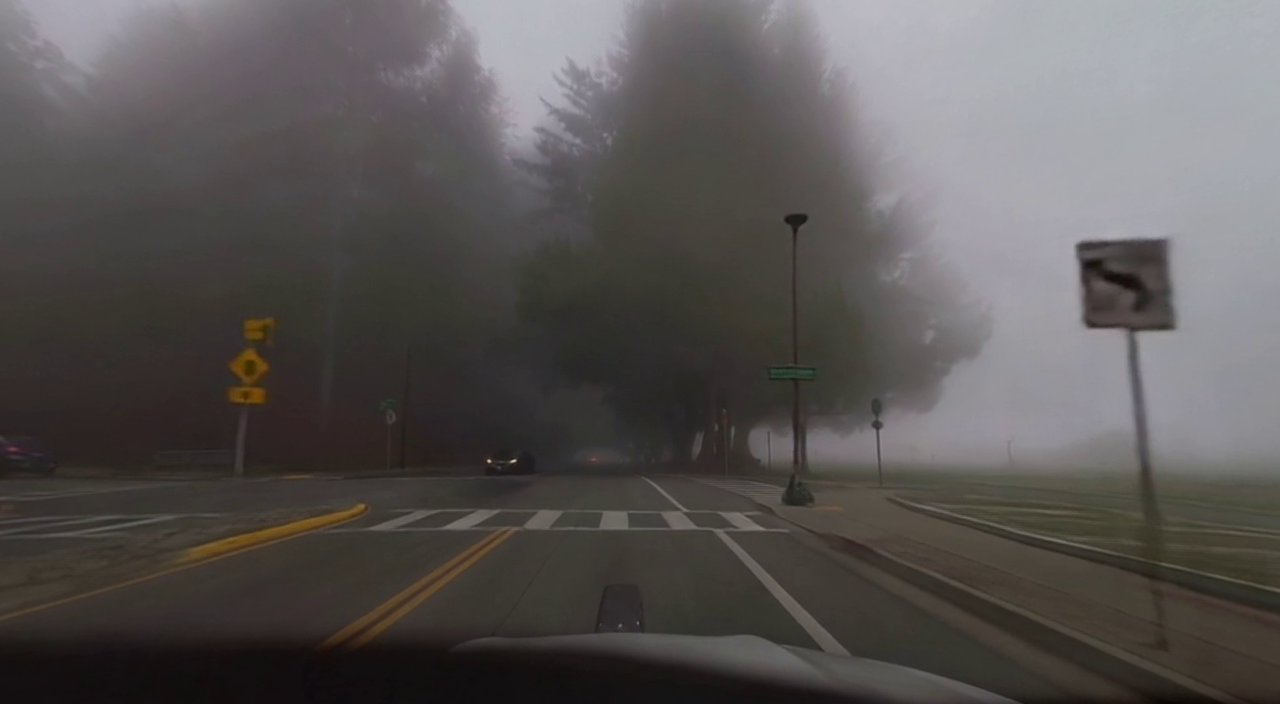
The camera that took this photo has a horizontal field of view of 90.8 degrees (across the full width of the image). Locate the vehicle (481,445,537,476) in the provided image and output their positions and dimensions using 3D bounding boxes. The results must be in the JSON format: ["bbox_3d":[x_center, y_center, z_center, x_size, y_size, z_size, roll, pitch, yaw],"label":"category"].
[{"bbox_3d":[-7.649,6.351,37.282,2.036,1.686,4.780,-1,-8,3],"label":"vehicle"}]
